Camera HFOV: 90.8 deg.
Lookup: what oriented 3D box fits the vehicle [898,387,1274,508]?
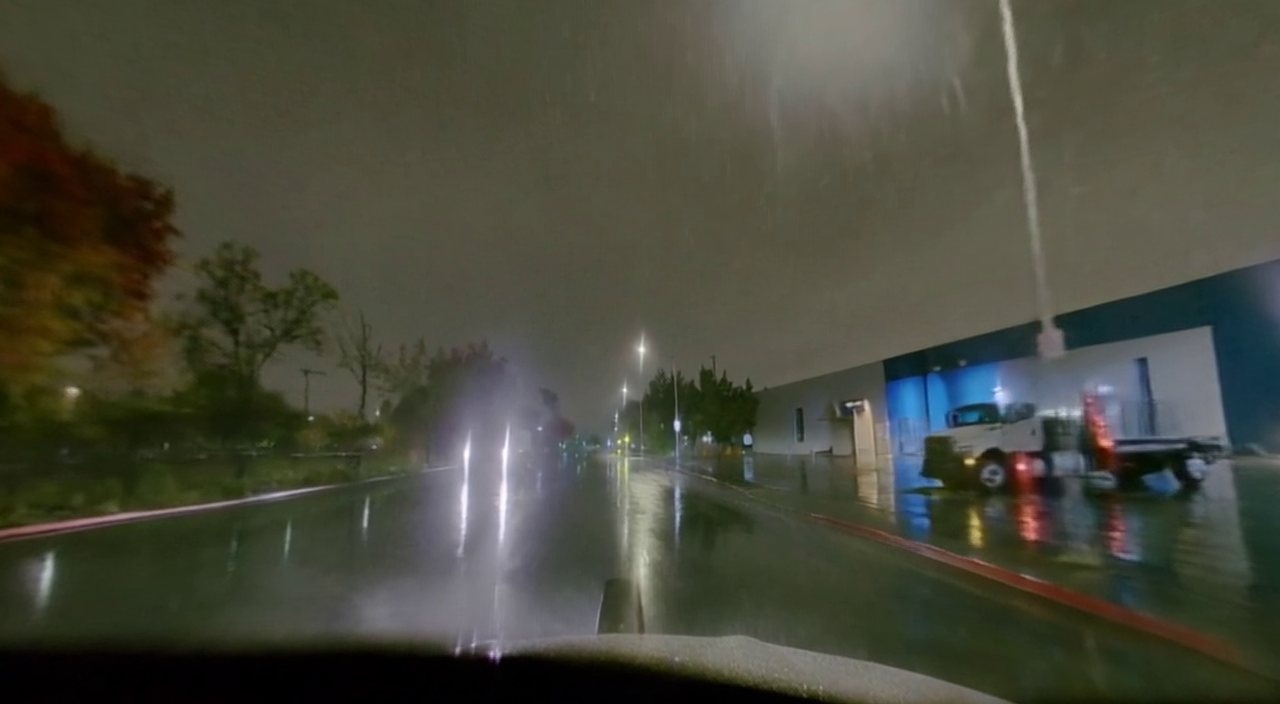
[{"bbox_3d":[10.429,2.277,15.250,7.188,2.416,2.528,-1,-9,-4],"label":"vehicle"}]

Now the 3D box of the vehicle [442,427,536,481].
[{"bbox_3d":[-6.508,4.500,28.222,2.770,2.135,6.329,0,-8,-2],"label":"vehicle"}]
